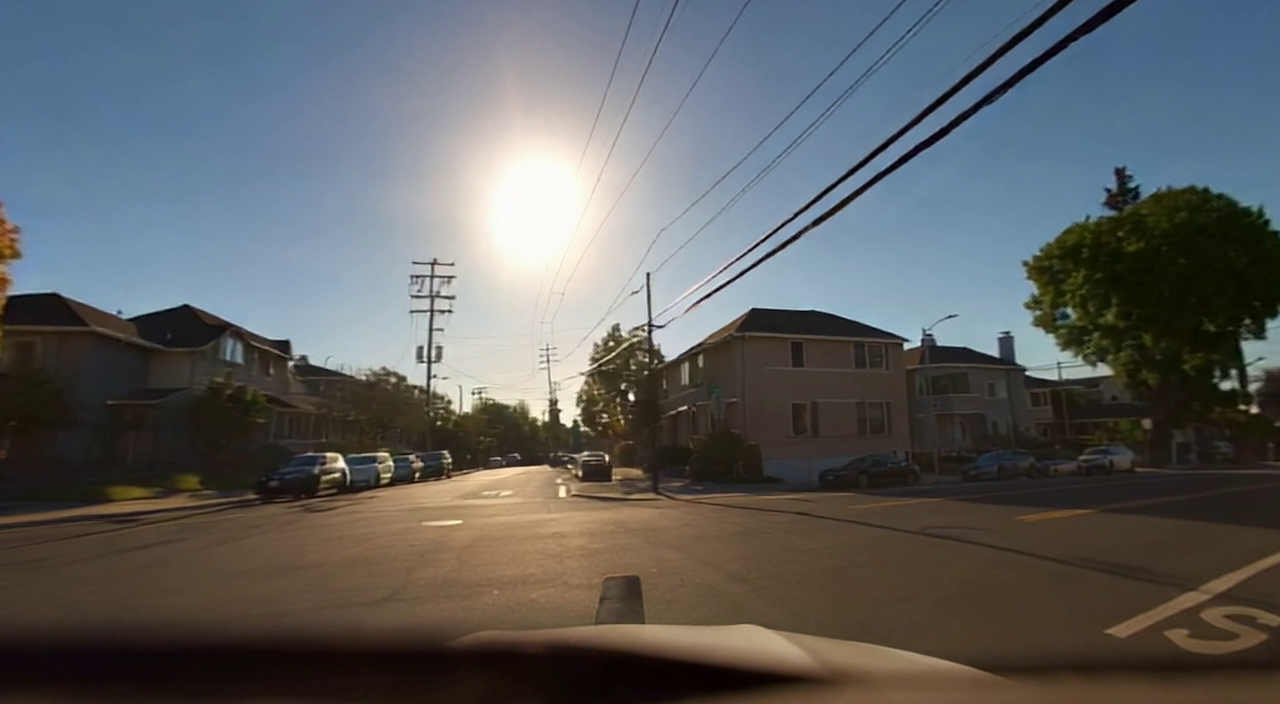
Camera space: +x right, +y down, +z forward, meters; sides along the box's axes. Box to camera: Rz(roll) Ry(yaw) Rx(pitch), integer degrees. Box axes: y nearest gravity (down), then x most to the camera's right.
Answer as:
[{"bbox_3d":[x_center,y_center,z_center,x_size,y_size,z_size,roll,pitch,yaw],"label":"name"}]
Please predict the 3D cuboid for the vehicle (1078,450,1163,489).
[{"bbox_3d":[28.190,6.799,37.016,5.738,2.060,2.282,6,-11,-36],"label":"vehicle"}]

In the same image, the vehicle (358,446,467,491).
[{"bbox_3d":[-10.629,5.454,30.142,2.283,1.909,5.692,-2,-9,10],"label":"vehicle"}]

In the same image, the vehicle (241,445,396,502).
[{"bbox_3d":[-11.877,4.478,23.986,2.152,1.877,5.701,-2,-9,10],"label":"vehicle"}]

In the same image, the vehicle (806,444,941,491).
[{"bbox_3d":[8.955,4.479,24.096,5.197,1.431,2.136,10,-16,-33],"label":"vehicle"}]

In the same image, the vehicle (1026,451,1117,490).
[{"bbox_3d":[23.099,6.267,33.762,5.499,1.837,2.089,6,-10,-35],"label":"vehicle"}]

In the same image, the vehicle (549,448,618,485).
[{"bbox_3d":[-2.570,5.350,29.844,1.981,1.579,4.446,-2,-9,12],"label":"vehicle"}]

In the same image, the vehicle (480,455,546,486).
[{"bbox_3d":[-8.359,7.829,42.196,2.287,1.830,5.343,-2,-9,12],"label":"vehicle"}]

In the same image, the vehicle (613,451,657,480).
[{"bbox_3d":[-0.271,7.251,40.629,1.989,1.683,3.918,-2,-9,12],"label":"vehicle"}]

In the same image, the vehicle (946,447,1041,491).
[{"bbox_3d":[16.268,5.317,29.010,4.414,1.837,1.937,6,-10,-34],"label":"vehicle"}]
